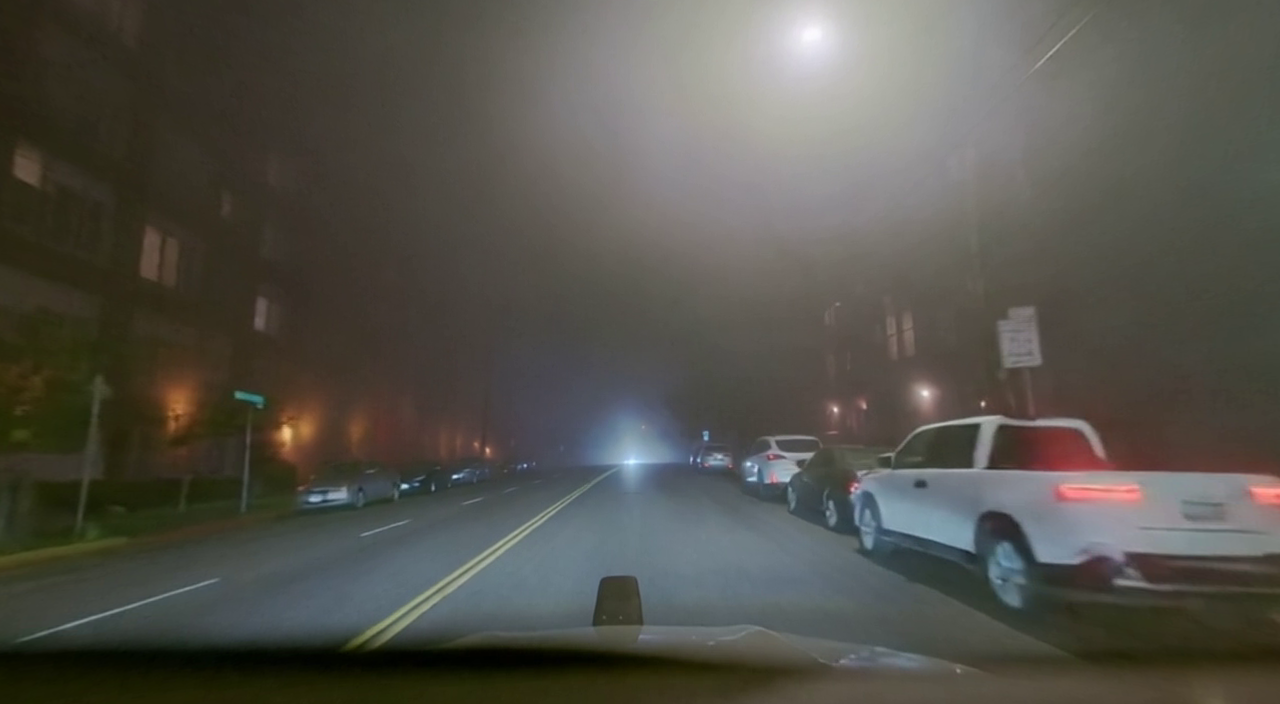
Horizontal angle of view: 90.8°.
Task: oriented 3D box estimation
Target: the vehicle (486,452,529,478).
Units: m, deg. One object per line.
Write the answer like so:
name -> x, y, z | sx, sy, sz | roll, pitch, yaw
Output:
vehicle -> -8.943, 7.681, 42.876 | 1.884, 1.526, 4.061 | -5, -10, 2

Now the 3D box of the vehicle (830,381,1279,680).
vehicle -> 3.775, 1.414, 6.240 | 2.225, 1.759, 4.817 | 0, -9, -1

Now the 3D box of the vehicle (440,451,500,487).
vehicle -> -9.016, 6.224, 33.792 | 2.051, 1.657, 4.322 | -3, -10, 0

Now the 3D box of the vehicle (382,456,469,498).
vehicle -> -8.896, 5.203, 26.698 | 1.948, 1.508, 4.656 | -1, -9, 1

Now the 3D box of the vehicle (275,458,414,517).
vehicle -> -9.070, 4.178, 19.974 | 2.208, 1.508, 4.590 | 0, -9, 0

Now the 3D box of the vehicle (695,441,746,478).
vehicle -> 4.028, 5.477, 32.407 | 2.155, 1.747, 4.311 | -1, -9, 2
